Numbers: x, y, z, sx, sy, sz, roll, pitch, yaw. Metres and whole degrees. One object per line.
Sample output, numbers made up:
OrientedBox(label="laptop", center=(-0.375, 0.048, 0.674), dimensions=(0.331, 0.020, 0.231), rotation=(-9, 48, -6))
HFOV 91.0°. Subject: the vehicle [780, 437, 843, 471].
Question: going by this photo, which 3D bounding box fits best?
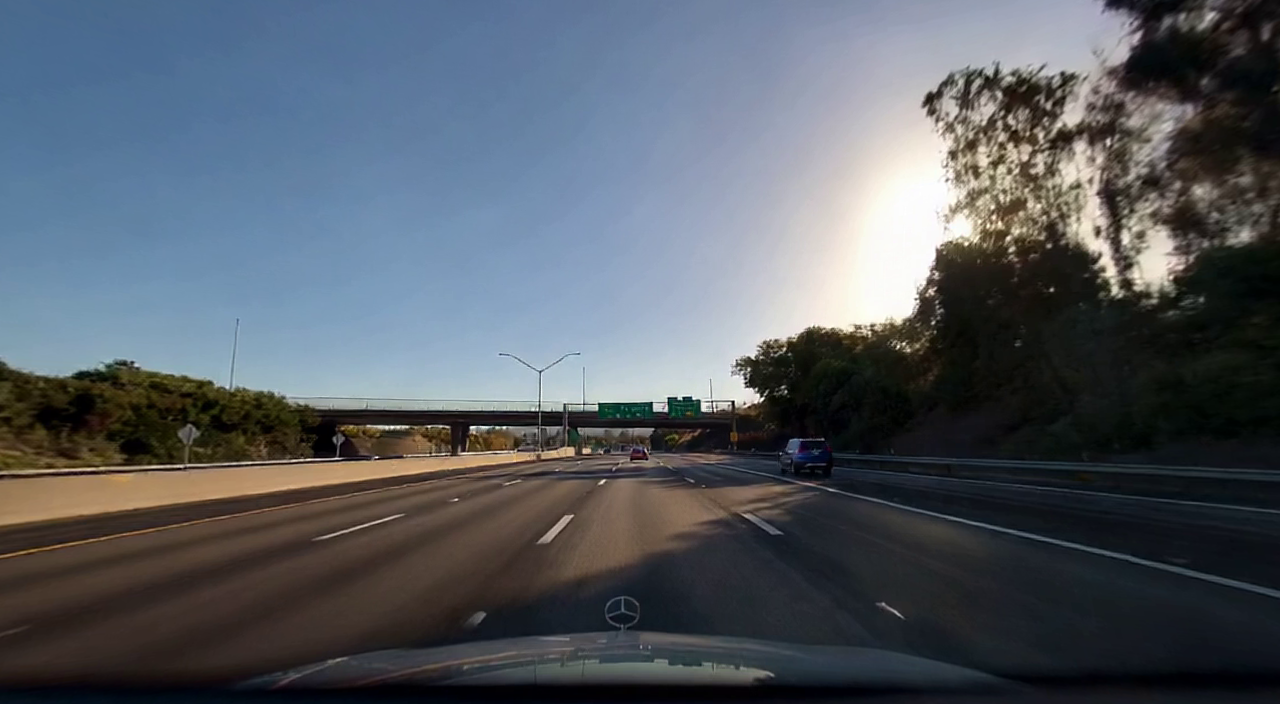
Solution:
OrientedBox(label="vehicle", center=(9.332, 5.599, 34.690), dimensions=(2.091, 1.711, 4.383), rotation=(0, -9, -2))
